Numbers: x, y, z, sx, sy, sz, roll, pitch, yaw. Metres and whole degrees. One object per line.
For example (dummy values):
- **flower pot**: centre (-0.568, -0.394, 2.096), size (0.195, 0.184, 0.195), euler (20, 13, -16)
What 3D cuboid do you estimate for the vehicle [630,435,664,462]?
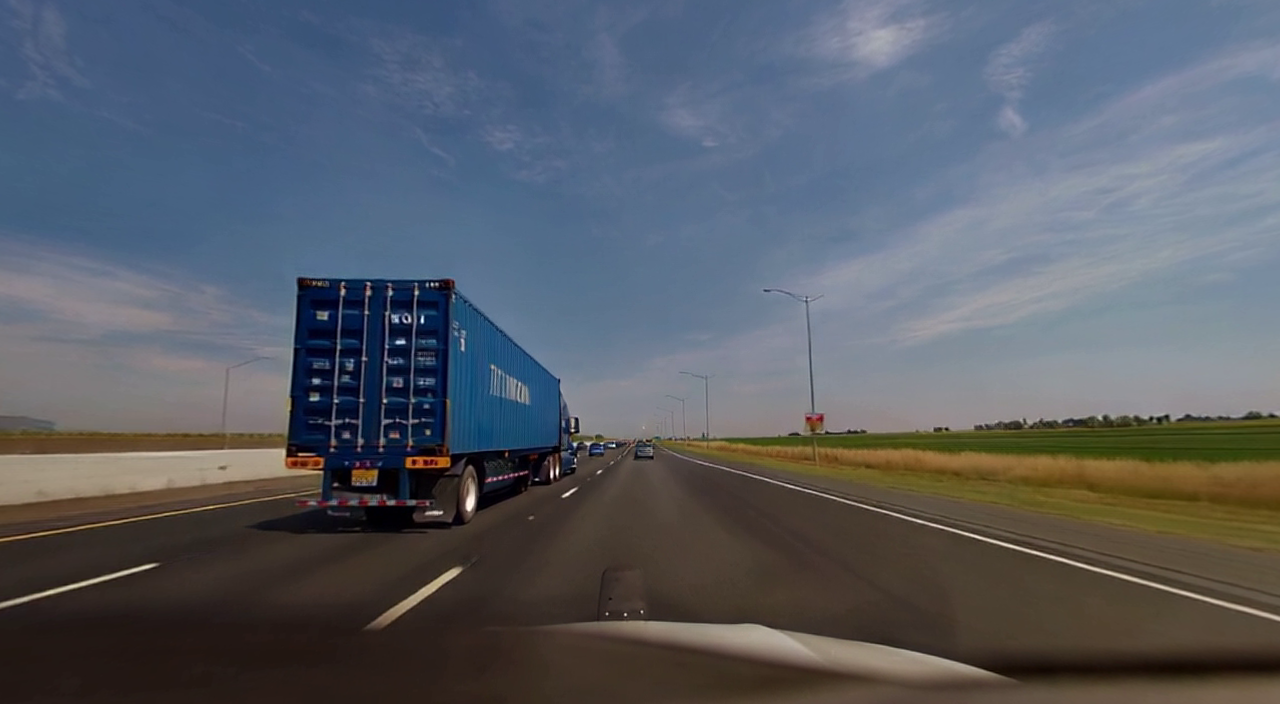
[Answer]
- **vehicle**: centre (0.444, 6.440, 42.150), size (2.136, 1.718, 4.157), euler (-1, -8, 0)

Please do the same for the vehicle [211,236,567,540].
- **vehicle**: centre (-4.052, 1.378, 15.040), size (2.840, 4.032, 13.388), euler (-1, -8, 1)
